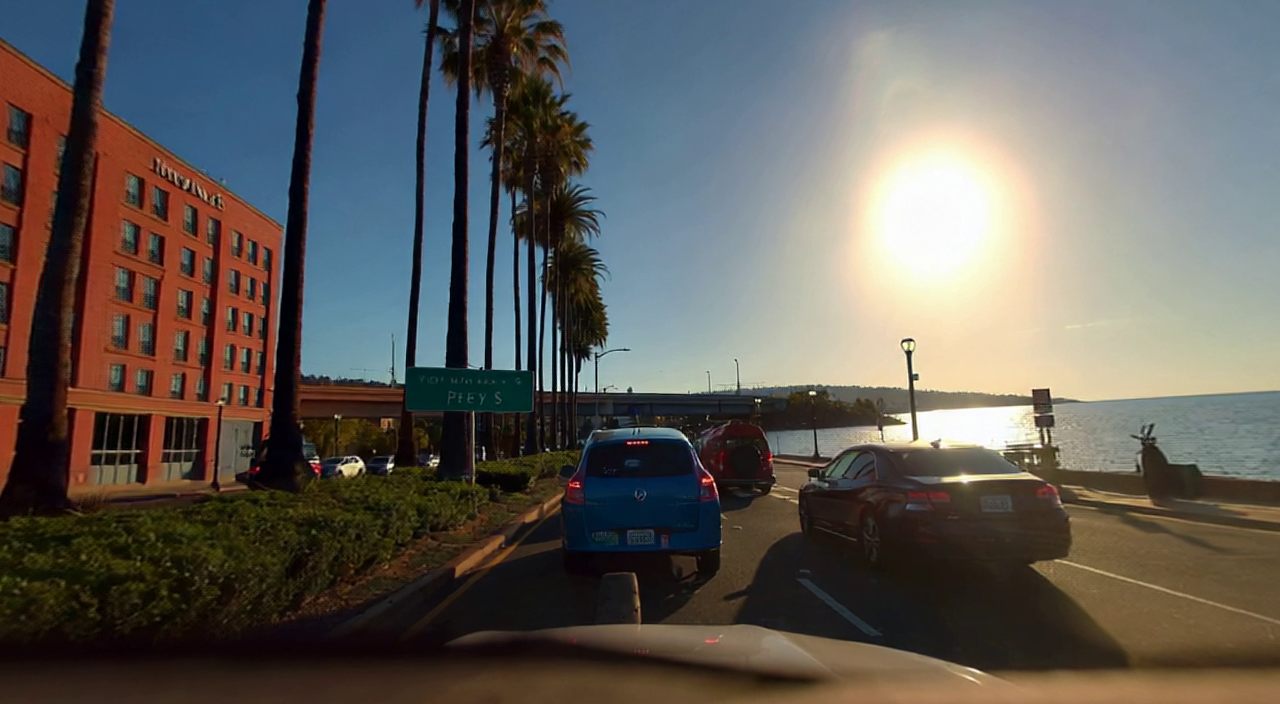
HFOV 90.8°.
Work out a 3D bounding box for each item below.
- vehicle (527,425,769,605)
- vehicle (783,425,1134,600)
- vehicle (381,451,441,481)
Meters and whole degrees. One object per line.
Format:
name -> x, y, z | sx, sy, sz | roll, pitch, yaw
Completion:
vehicle -> 0.060, 1.671, 7.284 | 2.048, 1.503, 3.681 | 0, -9, 0
vehicle -> 3.263, 1.720, 7.722 | 1.920, 1.490, 4.417 | 0, -9, -1
vehicle -> -14.968, 7.468, 41.677 | 2.104, 1.802, 4.852 | 0, -9, 1
